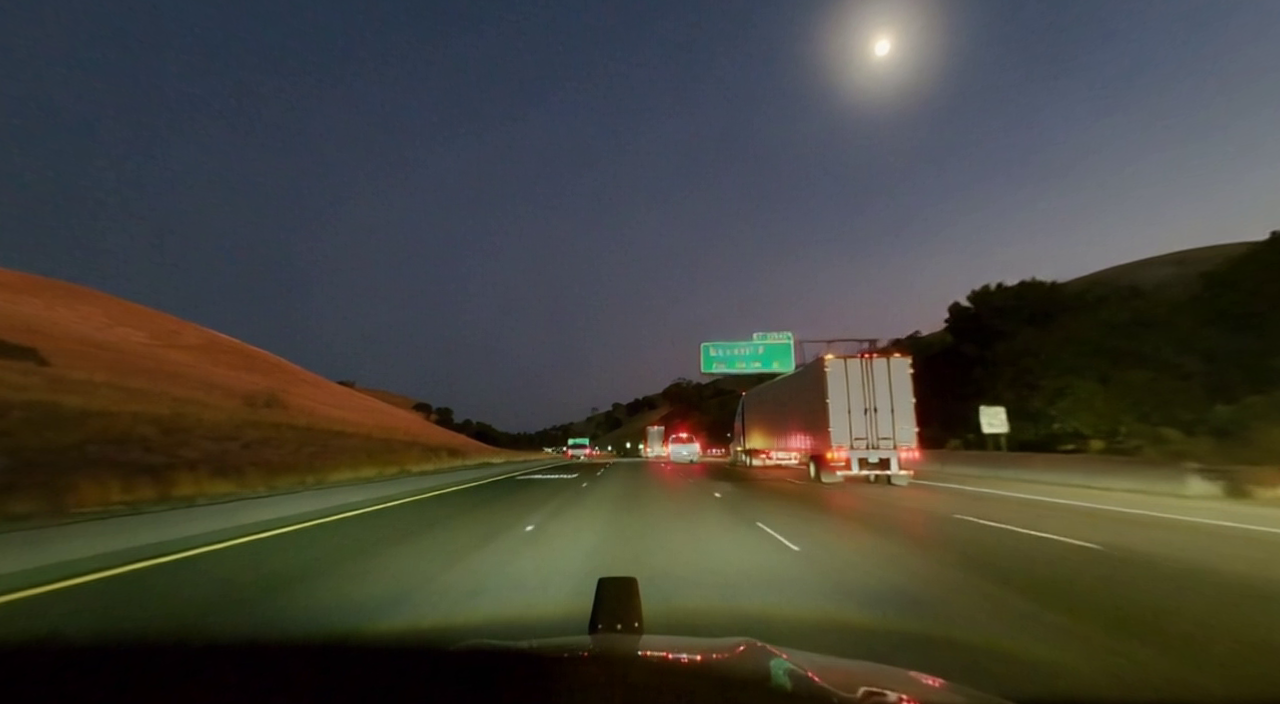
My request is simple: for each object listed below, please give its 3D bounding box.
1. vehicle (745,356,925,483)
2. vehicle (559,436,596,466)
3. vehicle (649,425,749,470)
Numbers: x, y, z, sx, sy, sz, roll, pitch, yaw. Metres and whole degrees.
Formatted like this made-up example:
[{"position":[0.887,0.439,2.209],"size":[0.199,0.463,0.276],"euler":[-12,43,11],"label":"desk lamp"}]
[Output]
[{"position":[7.762,3.414,29.027],"size":[2.935,4.187,16.357],"euler":[0,-8,-1],"label":"vehicle"},{"position":[-4.346,6.992,44.794],"size":[2.193,1.977,4.759],"euler":[0,-8,0],"label":"vehicle"},{"position":[3.089,5.156,34.094],"size":[5.075,2.277,2.365],"euler":[0,-8,-3],"label":"vehicle"}]
